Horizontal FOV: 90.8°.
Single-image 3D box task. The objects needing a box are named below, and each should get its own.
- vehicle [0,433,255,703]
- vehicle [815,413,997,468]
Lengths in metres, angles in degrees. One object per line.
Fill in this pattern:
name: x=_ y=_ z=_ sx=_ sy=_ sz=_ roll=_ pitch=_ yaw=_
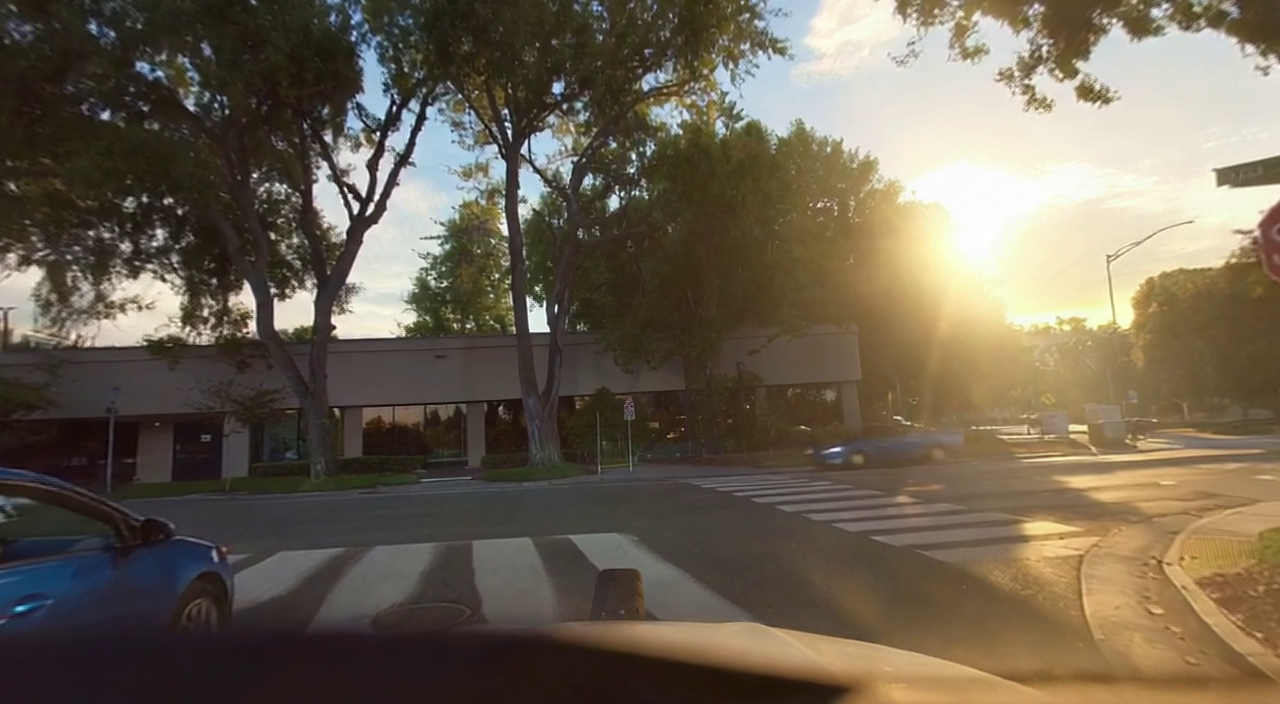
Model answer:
vehicle: x=-3.325 y=0.957 z=1.887 sx=2.069 sy=1.413 sz=5.006 roll=1 pitch=-8 yaw=-11
vehicle: x=8.083 y=2.703 z=19.406 sx=4.788 sy=1.548 sz=1.965 roll=1 pitch=-8 yaw=-11
